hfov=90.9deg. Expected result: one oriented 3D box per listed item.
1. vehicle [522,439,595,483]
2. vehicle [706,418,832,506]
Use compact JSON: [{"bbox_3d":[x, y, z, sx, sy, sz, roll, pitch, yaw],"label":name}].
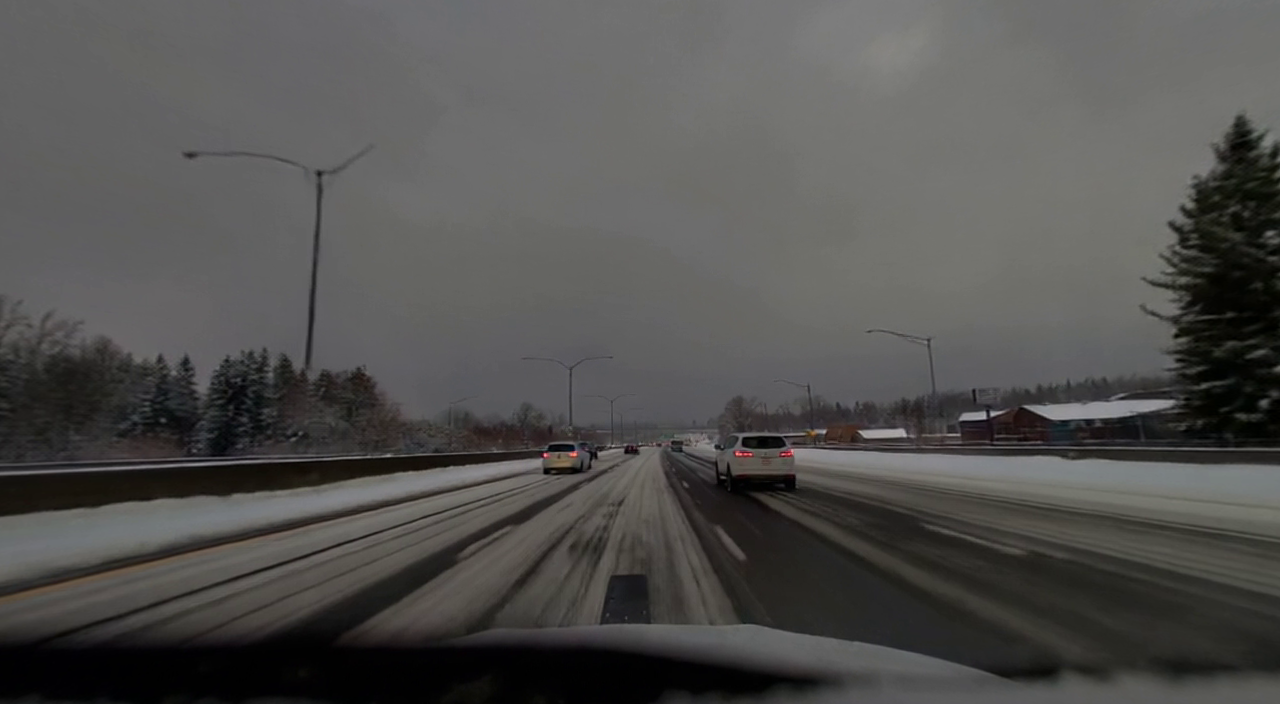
[{"bbox_3d":[-3.073,4.240,24.879,2.080,1.542,4.718,-1,-8,2],"label":"vehicle"},{"bbox_3d":[3.025,2.713,15.979,2.148,1.852,4.835,0,-8,0],"label":"vehicle"}]
